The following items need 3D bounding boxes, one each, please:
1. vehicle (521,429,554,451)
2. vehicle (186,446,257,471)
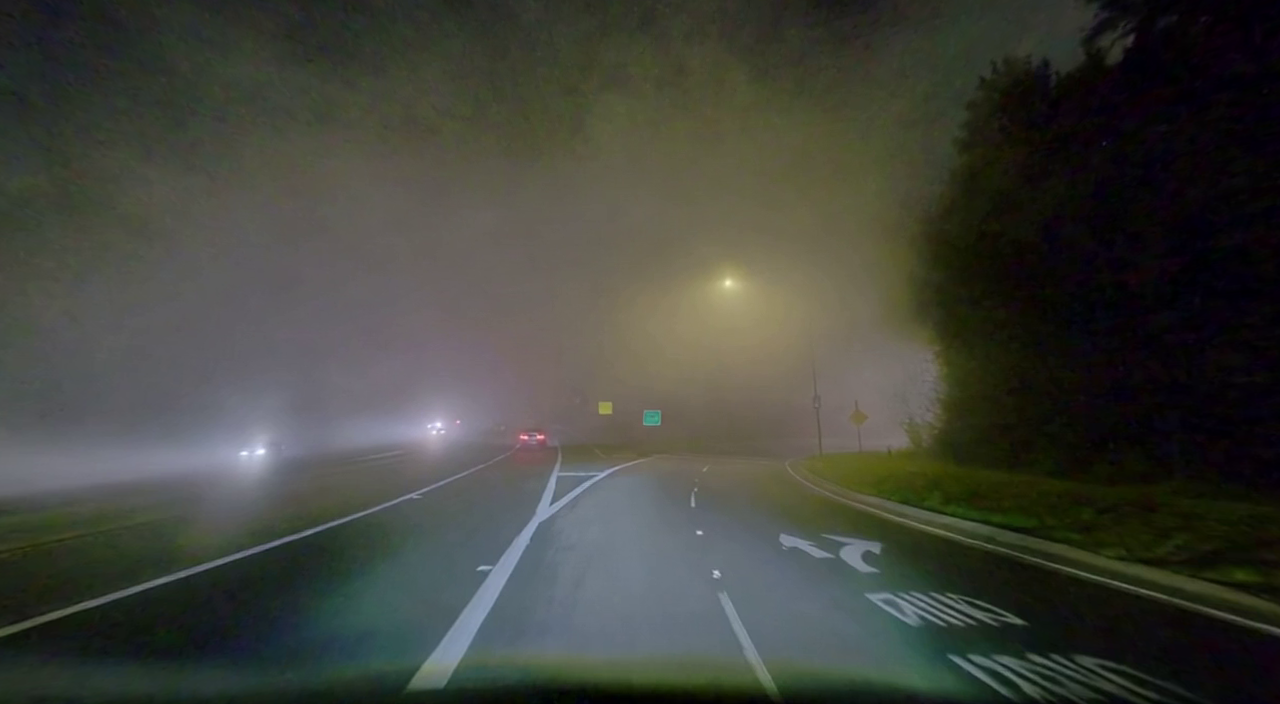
[{"bbox_3d":[-7.190,6.223,44.631,2.108,1.472,4.099,1,-9,-7],"label":"vehicle"},{"bbox_3d":[-27.105,6.873,41.090,1.943,1.468,4.460,1,-9,-6],"label":"vehicle"}]
